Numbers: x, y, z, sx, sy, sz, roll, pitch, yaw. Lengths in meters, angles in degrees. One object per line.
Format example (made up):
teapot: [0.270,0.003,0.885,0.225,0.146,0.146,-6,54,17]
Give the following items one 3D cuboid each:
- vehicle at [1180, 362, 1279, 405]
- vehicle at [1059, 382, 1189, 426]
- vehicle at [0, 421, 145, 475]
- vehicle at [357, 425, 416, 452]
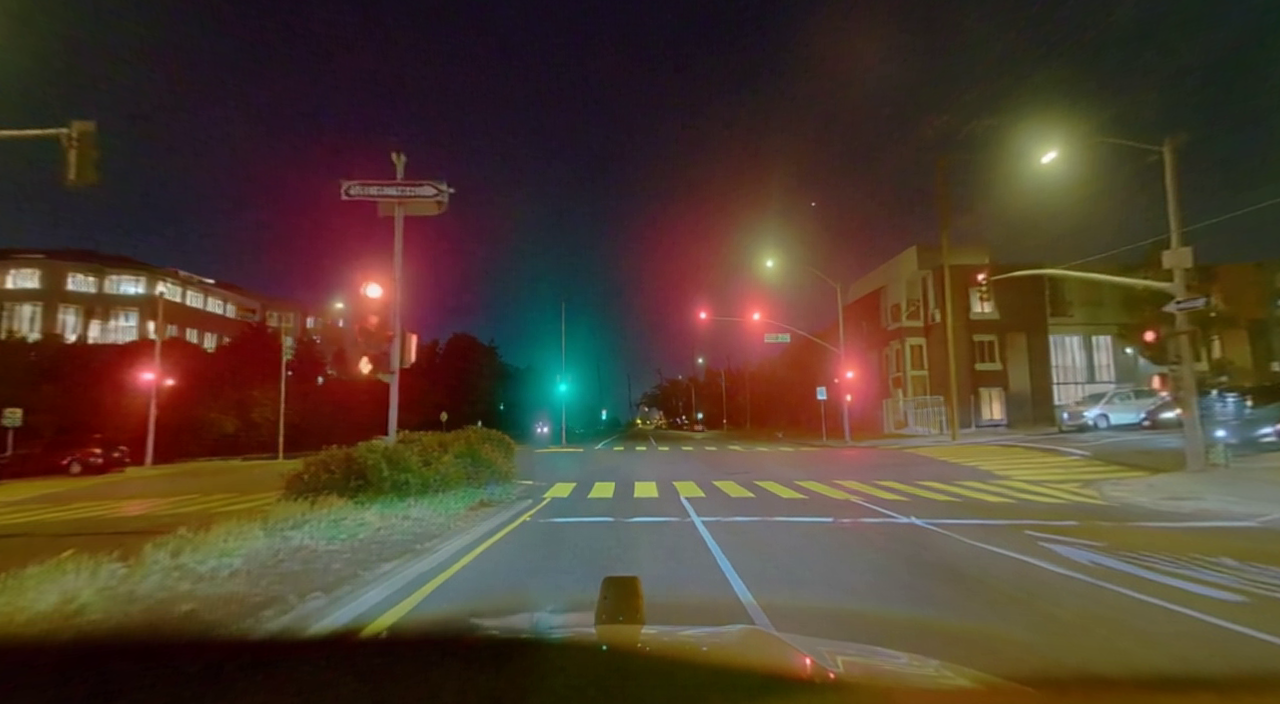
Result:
vehicle: [27.944,1.443,29.316,3.978,1.843,1.874,-2,-2,1]
vehicle: [22.206,2.367,29.079,4.531,1.753,1.964,-2,-2,-5]
vehicle: [-25.958,4.295,28.444,5.229,2.299,2.366,0,-8,1]
vehicle: [-18.494,6.389,46.469,2.225,1.871,5.189,0,-8,-1]
